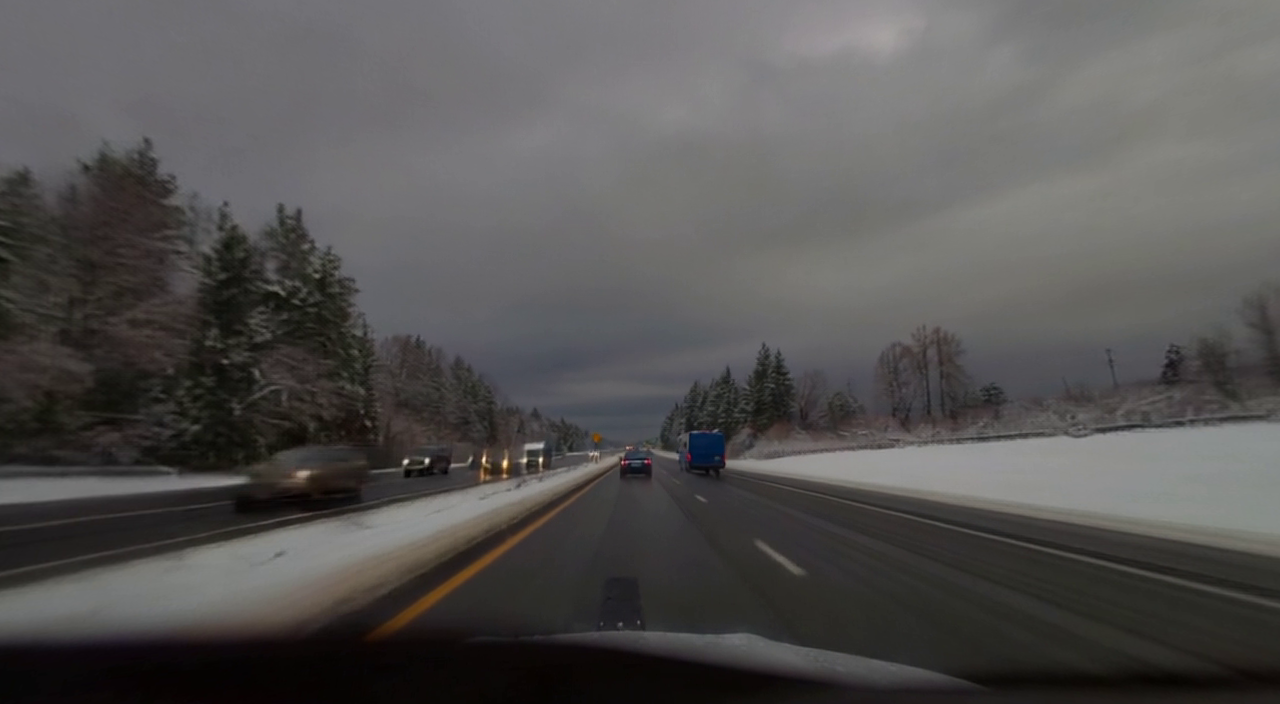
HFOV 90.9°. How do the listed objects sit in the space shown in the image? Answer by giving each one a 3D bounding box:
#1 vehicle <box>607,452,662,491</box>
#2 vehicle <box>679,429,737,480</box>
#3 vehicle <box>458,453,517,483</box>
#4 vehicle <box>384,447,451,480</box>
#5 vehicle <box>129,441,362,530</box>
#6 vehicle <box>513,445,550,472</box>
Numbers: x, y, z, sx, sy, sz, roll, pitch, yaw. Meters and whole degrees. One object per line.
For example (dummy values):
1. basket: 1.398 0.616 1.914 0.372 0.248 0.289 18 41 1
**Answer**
1. vehicle: -0.196 4.772 25.518 2.037 1.417 3.885 0 -9 0
2. vehicle: 3.713 5.836 35.904 2.513 2.633 5.930 0 -9 -1
3. vehicle: -7.696 5.895 32.182 1.970 1.383 4.178 0 -9 0
4. vehicle: -11.977 6.014 34.203 2.074 1.614 4.220 0 -9 0
5. vehicle: -7.598 2.591 12.804 1.898 1.464 4.386 0 -9 0
6. vehicle: -8.110 8.015 47.514 2.023 1.871 4.993 0 -9 -1
